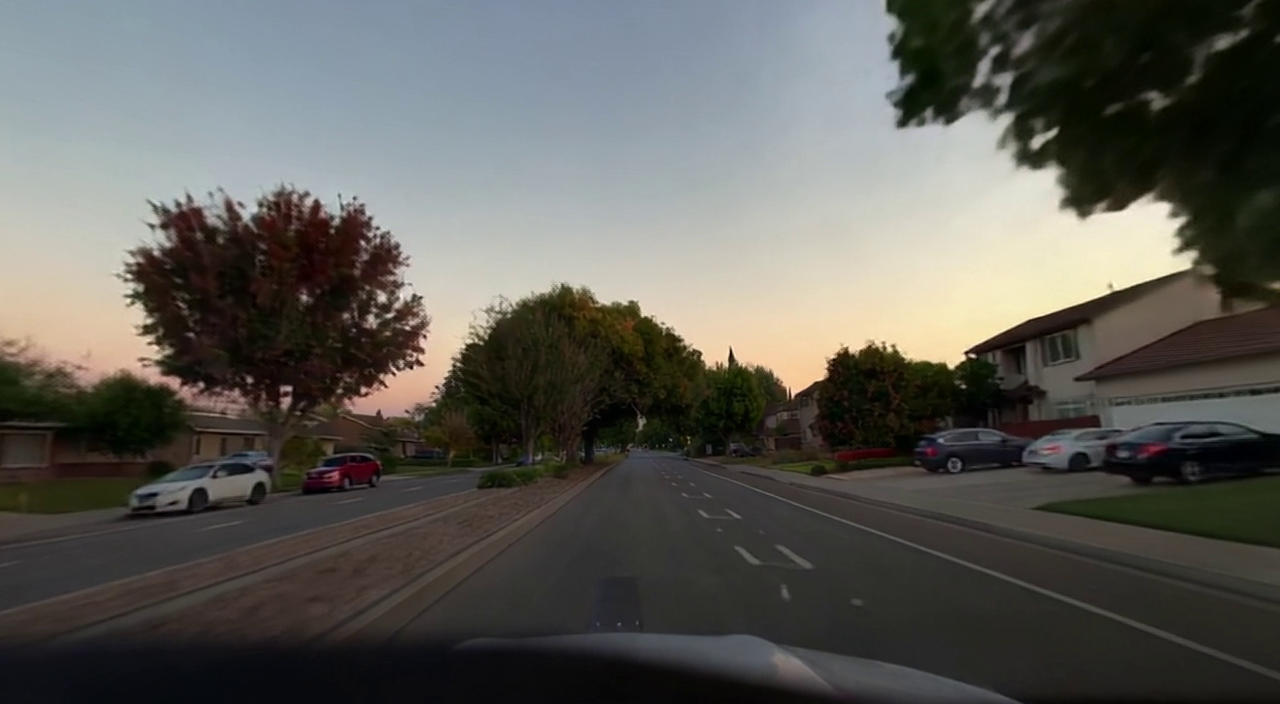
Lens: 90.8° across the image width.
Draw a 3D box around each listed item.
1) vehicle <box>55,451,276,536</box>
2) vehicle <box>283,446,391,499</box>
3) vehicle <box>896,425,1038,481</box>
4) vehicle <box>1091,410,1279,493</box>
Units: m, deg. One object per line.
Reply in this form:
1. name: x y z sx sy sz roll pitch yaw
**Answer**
1. vehicle: -12.059 3.545 16.655 2.007 1.663 5.077 -2 -7 -1
2. vehicle: -12.218 4.852 25.882 2.105 1.930 4.541 0 -9 0
3. vehicle: 12.263 3.787 23.887 4.194 1.850 1.951 -2 -8 -4
4. vehicle: 14.585 2.486 16.112 4.498 1.831 2.059 -2 -8 -1
